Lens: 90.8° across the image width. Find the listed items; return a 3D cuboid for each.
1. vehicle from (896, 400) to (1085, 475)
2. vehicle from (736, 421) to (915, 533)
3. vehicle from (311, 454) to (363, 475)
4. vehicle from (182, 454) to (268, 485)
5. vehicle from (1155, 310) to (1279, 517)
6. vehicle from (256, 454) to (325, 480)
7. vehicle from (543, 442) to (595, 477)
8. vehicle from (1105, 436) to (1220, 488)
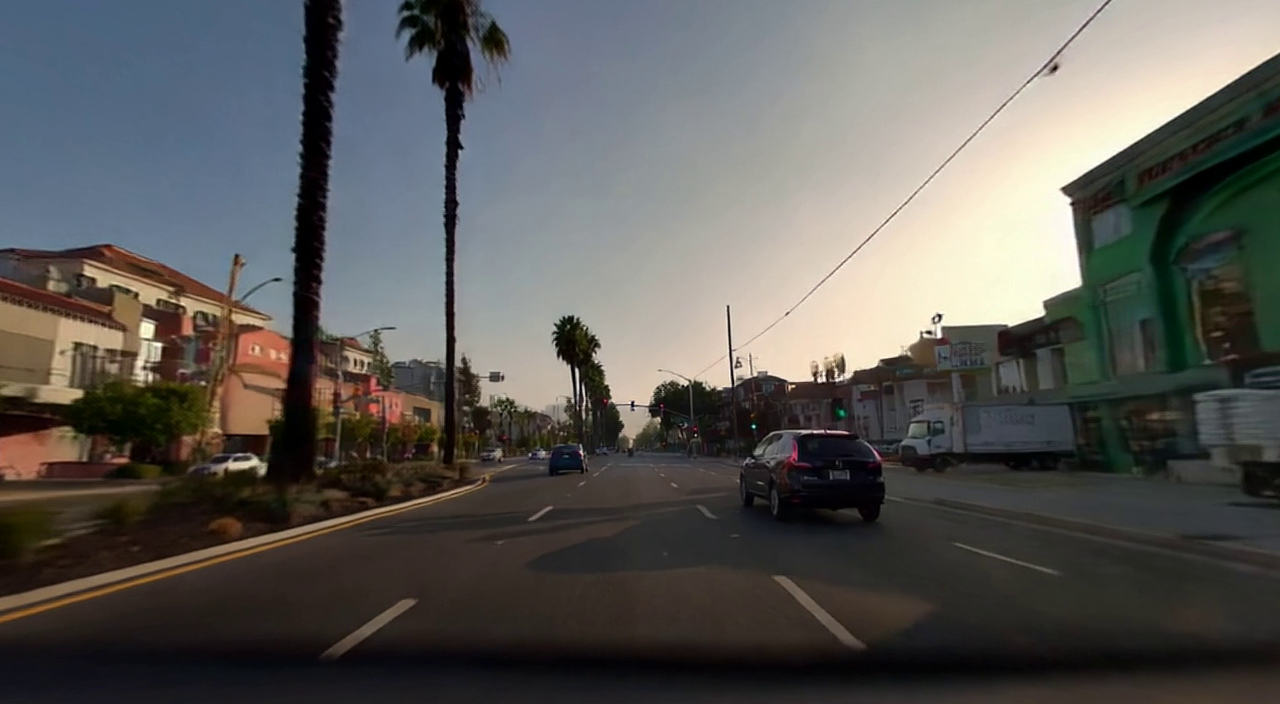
[{"bbox_3d":[15.561,3.881,28.523,6.704,3.194,2.704,-1,-9,5],"label":"vehicle"},{"bbox_3d":[3.221,2.262,12.007,1.982,1.711,4.276,0,-9,-2],"label":"vehicle"},{"bbox_3d":[-22.975,8.539,48.052,1.752,1.430,4.078,-1,-9,2],"label":"vehicle"},{"bbox_3d":[-22.757,6.440,34.819,2.045,1.536,3.911,0,-9,1],"label":"vehicle"},{"bbox_3d":[14.385,1.202,11.796,7.195,3.468,2.597,0,-9,-3],"label":"vehicle"},{"bbox_3d":[-22.920,7.549,41.674,1.997,1.434,4.569,-2,-9,-1],"label":"vehicle"},{"bbox_3d":[-3.282,5.049,29.864,2.034,1.498,3.995,0,-9,-1],"label":"vehicle"},{"bbox_3d":[20.147,4.160,24.326,4.416,1.692,1.980,3,-8,-32],"label":"vehicle"}]
